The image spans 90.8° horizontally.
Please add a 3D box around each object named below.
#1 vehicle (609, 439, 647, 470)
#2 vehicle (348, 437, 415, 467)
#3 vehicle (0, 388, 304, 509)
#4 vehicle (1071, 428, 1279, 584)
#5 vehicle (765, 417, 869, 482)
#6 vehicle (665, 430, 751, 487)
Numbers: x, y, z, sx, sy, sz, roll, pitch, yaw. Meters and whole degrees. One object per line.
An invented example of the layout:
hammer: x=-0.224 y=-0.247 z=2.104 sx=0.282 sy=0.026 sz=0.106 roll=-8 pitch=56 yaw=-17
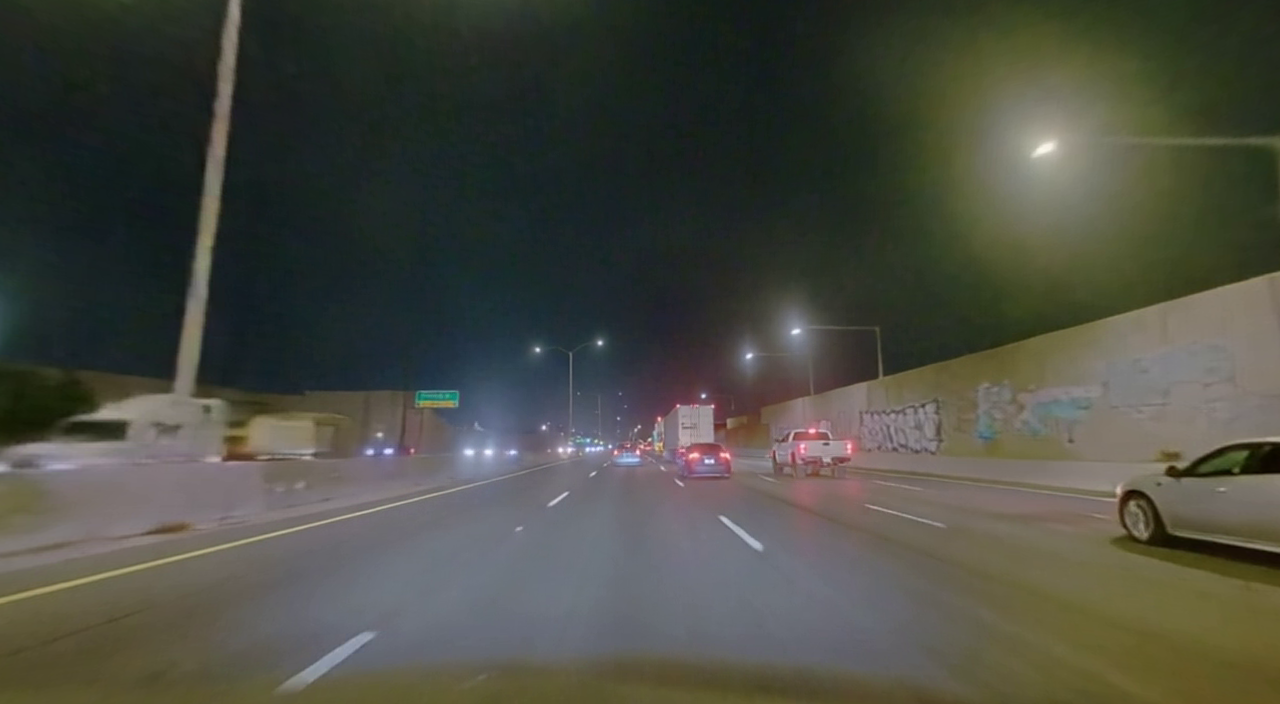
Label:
vehicle: x=-0.711 y=5.931 z=36.683 sx=2.073 sy=1.640 sz=3.990 roll=0 pitch=-9 yaw=-1
vehicle: x=-17.457 y=6.769 z=43.018 sx=2.272 sy=1.893 sz=5.579 roll=0 pitch=-9 yaw=-1
vehicle: x=-13.893 y=2.906 z=19.109 sx=2.889 sy=2.851 sz=8.281 roll=0 pitch=-9 yaw=0
vehicle: x=7.083 y=1.543 z=6.497 sx=1.915 sy=1.476 sz=4.677 roll=0 pitch=-9 yaw=-1
vehicle: x=7.086 y=4.042 z=26.290 sx=2.322 sy=2.360 sz=6.433 roll=0 pitch=-9 yaw=-1
vehicle: x=2.317 y=3.848 z=23.129 sx=2.249 sy=1.843 sz=5.176 roll=0 pitch=-9 yaw=-4
